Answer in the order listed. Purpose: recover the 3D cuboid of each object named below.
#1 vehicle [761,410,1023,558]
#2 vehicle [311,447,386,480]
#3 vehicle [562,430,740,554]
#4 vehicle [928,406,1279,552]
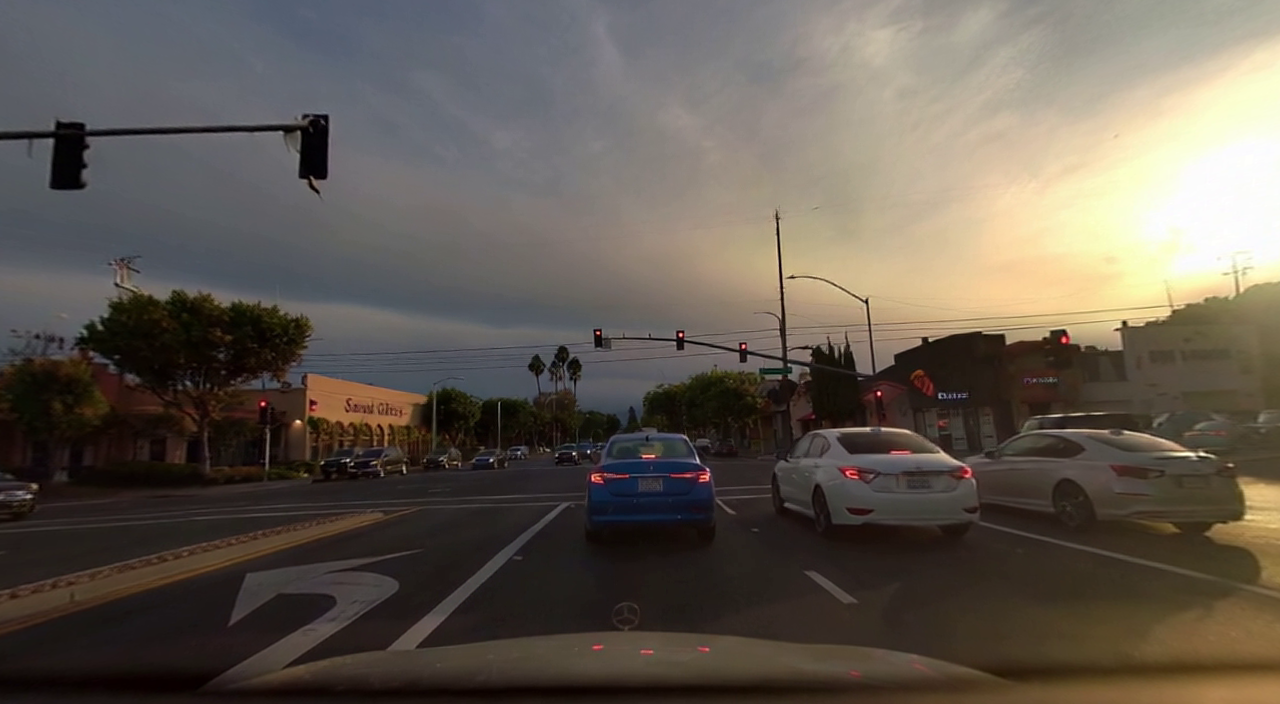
[{"bbox_3d":[3.266,1.826,9.459,1.973,1.633,4.717,0,-8,0],"label":"vehicle"},{"bbox_3d":[-18.577,7.085,40.654,2.324,1.911,5.610,0,-8,-2],"label":"vehicle"},{"bbox_3d":[0.098,1.986,9.691,2.135,1.468,4.076,0,-8,-1],"label":"vehicle"},{"bbox_3d":[6.457,1.808,9.623,2.009,1.700,4.275,0,-8,-1],"label":"vehicle"}]
